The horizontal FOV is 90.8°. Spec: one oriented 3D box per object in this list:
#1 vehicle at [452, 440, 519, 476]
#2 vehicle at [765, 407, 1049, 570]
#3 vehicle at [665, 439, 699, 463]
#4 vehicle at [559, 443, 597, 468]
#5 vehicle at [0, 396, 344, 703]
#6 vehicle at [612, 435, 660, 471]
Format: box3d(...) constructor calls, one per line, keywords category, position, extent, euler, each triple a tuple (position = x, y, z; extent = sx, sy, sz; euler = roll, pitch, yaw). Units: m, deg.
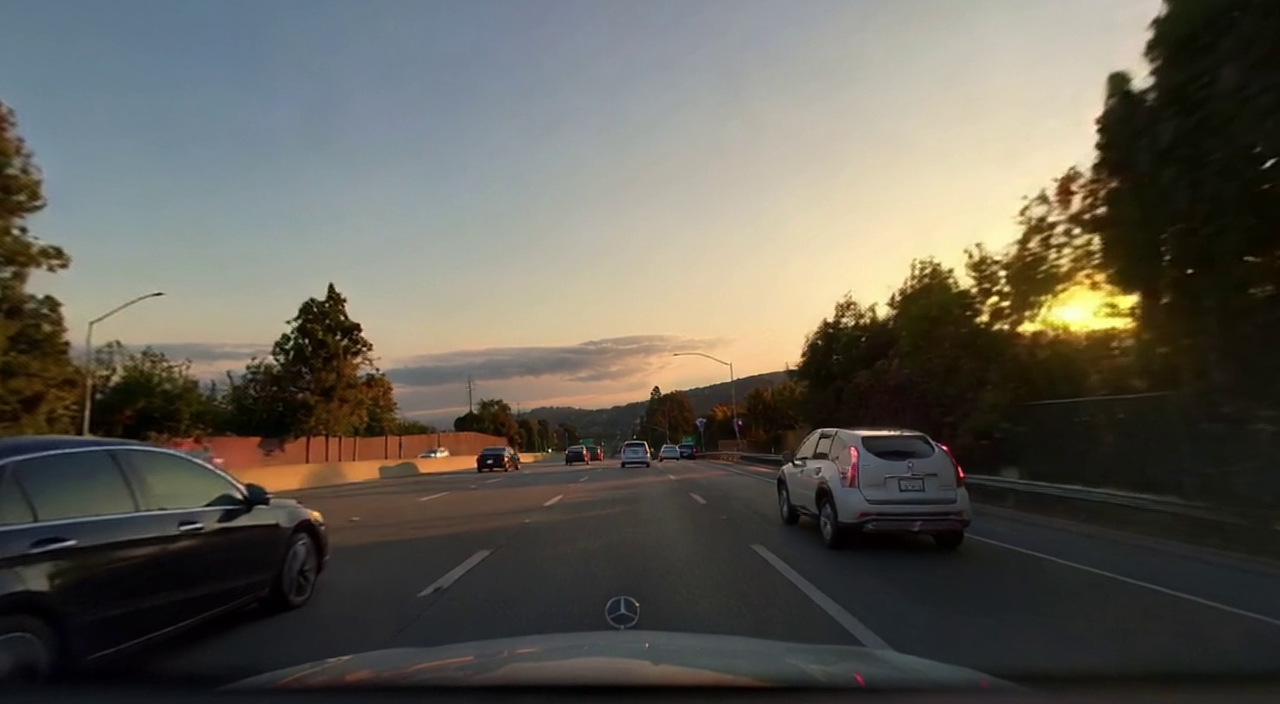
box3d(category="vehicle", position=(-6.958, 4.799, 28.856), extent=(1.980, 1.519, 4.147), euler=(0, -8, 0))
box3d(category="vehicle", position=(3.302, 1.780, 9.068), extent=(2.029, 1.716, 4.545), euler=(0, -8, -1))
box3d(category="vehicle", position=(3.172, 7.663, 48.931), extent=(2.320, 1.735, 4.408), euler=(0, -8, 0))
box3d(category="vehicle", position=(-3.830, 6.452, 39.704), extent=(1.968, 1.473, 4.209), euler=(0, -8, 0))
box3d(category="vehicle", position=(-3.421, 0.958, 2.530), extent=(2.130, 1.514, 4.766), euler=(0, -8, 0))
box3d(category="vehicle", position=(-0.233, 5.401, 34.013), extent=(2.408, 1.748, 4.217), euler=(0, -8, -1))
